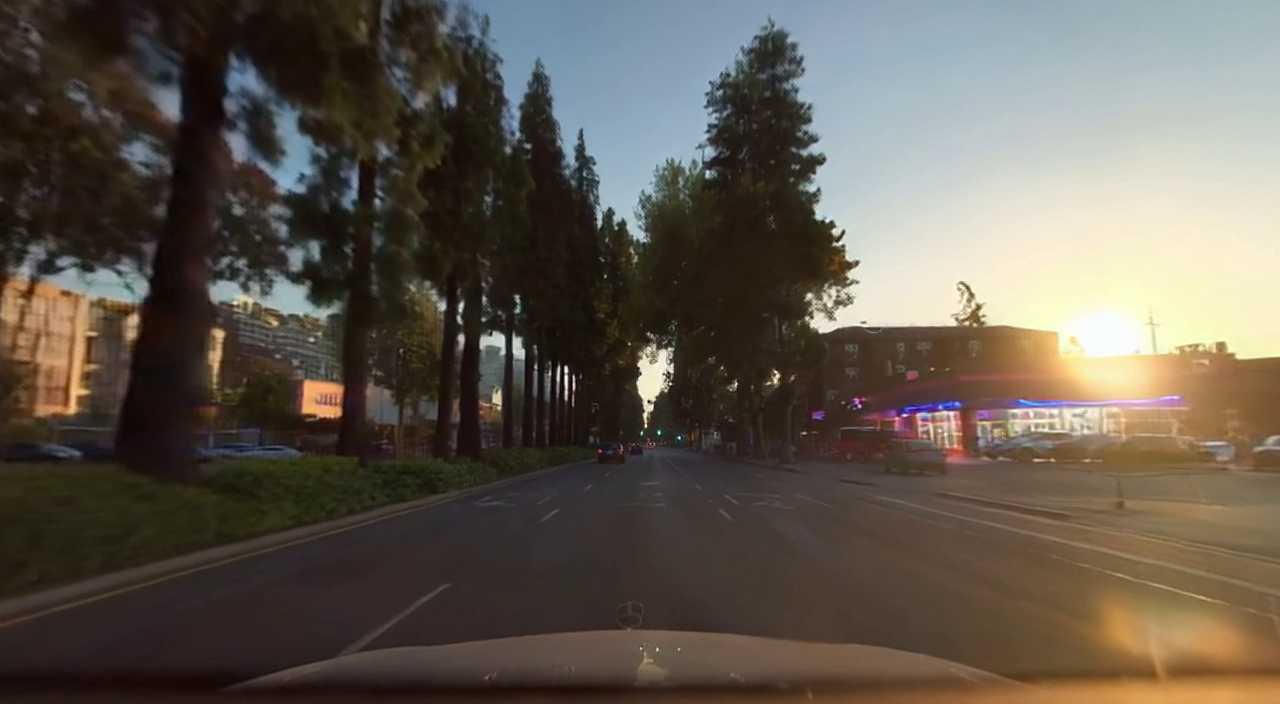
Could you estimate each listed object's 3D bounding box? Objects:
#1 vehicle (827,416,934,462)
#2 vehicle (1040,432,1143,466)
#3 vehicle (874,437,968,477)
[{"bbox_3d":[15.250,5.562,40.236,5.820,2.752,2.234,0,-8,-1],"label":"vehicle"},{"bbox_3d":[21.398,4.565,29.849,4.674,1.471,1.954,4,-9,-28],"label":"vehicle"},{"bbox_3d":[11.736,4.407,26.696,1.967,1.500,4.353,-1,-8,1],"label":"vehicle"}]
